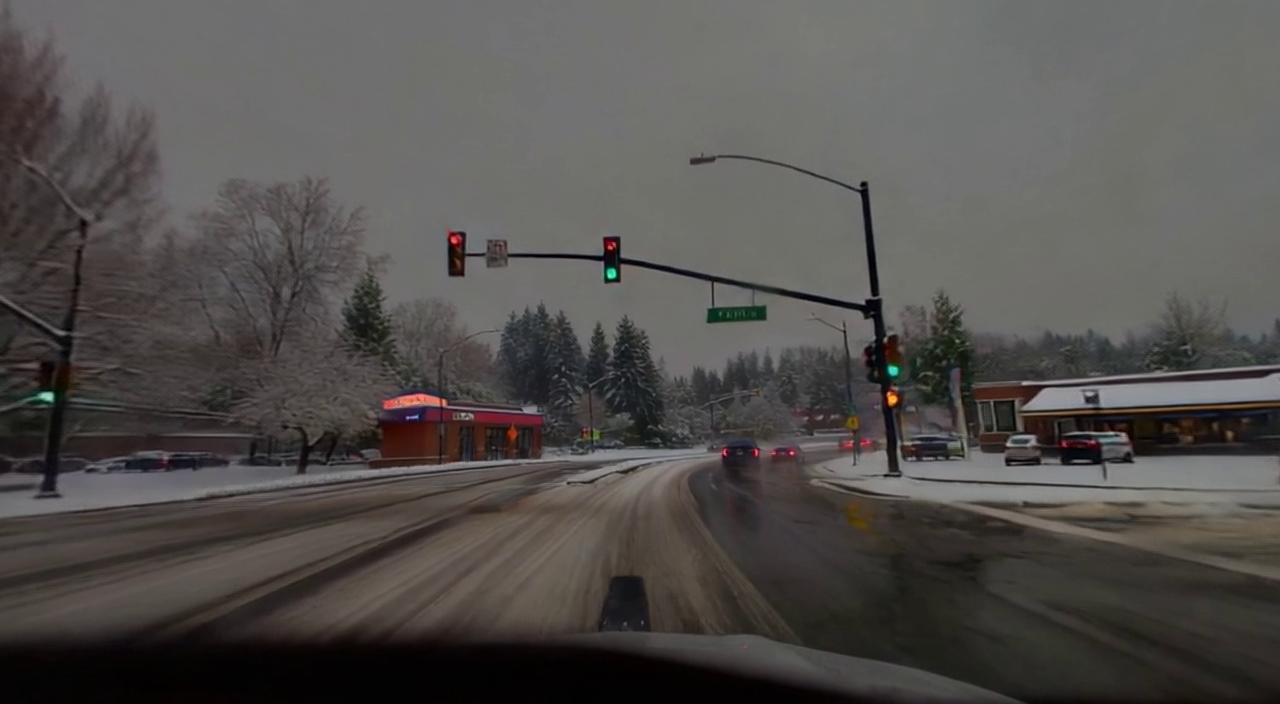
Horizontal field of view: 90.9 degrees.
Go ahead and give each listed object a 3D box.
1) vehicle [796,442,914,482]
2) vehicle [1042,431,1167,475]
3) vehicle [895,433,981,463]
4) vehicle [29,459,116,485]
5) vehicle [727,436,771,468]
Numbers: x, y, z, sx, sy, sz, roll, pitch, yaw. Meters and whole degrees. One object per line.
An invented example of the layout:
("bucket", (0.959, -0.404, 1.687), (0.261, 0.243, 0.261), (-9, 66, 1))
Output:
("vehicle", (8.741, 4.508, 26.081), (1.938, 1.466, 4.434), (4, -10, -28))
("vehicle", (20.668, 4.472, 28.064), (4.707, 1.790, 2.357), (4, -9, -24))
("vehicle", (18.906, 6.119, 40.247), (4.557, 1.825, 2.350), (-3, -9, 15))
("vehicle", (-34.898, 7.342, 38.881), (1.702, 1.407, 4.019), (0, -9, -2))
("vehicle", (6.310, 5.722, 36.209), (2.311, 1.715, 4.287), (-2, -9, 11))
